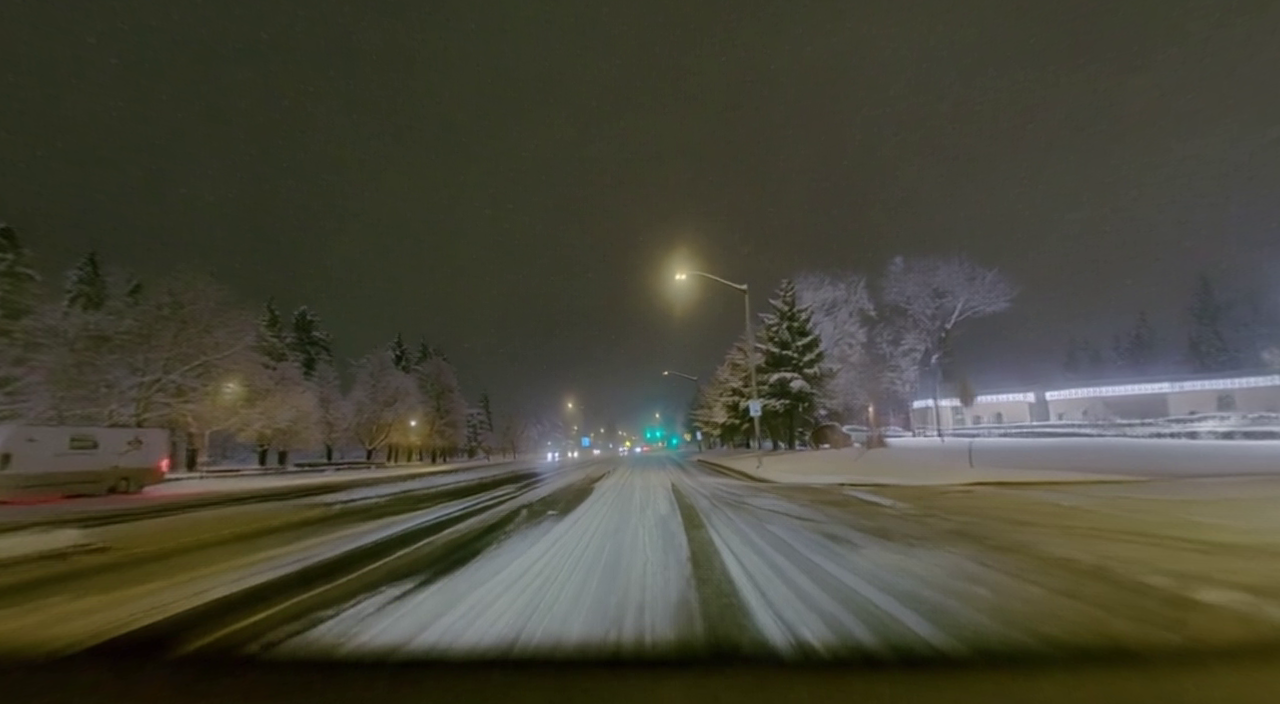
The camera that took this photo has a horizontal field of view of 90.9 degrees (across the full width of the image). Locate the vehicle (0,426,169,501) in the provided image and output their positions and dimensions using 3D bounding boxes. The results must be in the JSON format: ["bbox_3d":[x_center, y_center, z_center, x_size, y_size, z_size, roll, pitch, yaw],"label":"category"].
[{"bbox_3d":[-34.679,6.601,38.076,2.955,3.868,11.255,-1,-8,5],"label":"vehicle"}]
